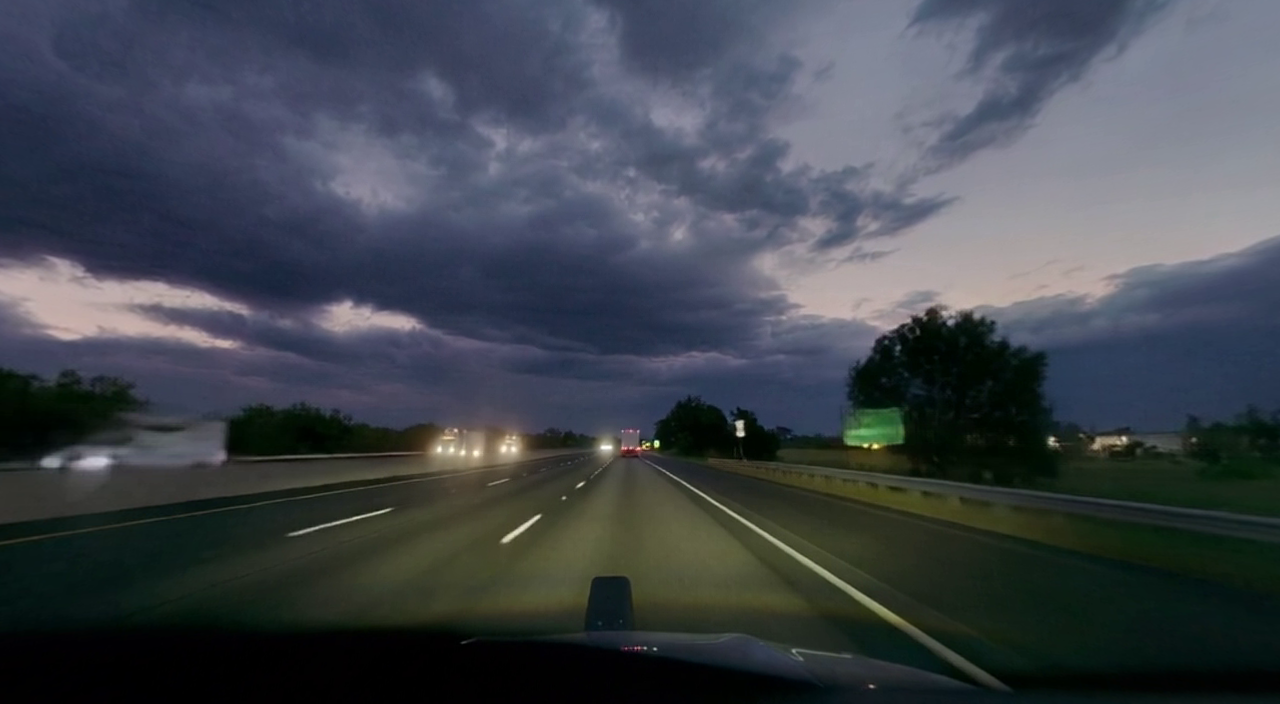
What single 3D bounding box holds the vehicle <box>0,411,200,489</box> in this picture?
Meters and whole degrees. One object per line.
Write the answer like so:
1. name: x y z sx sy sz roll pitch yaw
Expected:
1. vehicle: -16.354 2.966 19.127 2.309 2.024 5.176 0 -9 -1
